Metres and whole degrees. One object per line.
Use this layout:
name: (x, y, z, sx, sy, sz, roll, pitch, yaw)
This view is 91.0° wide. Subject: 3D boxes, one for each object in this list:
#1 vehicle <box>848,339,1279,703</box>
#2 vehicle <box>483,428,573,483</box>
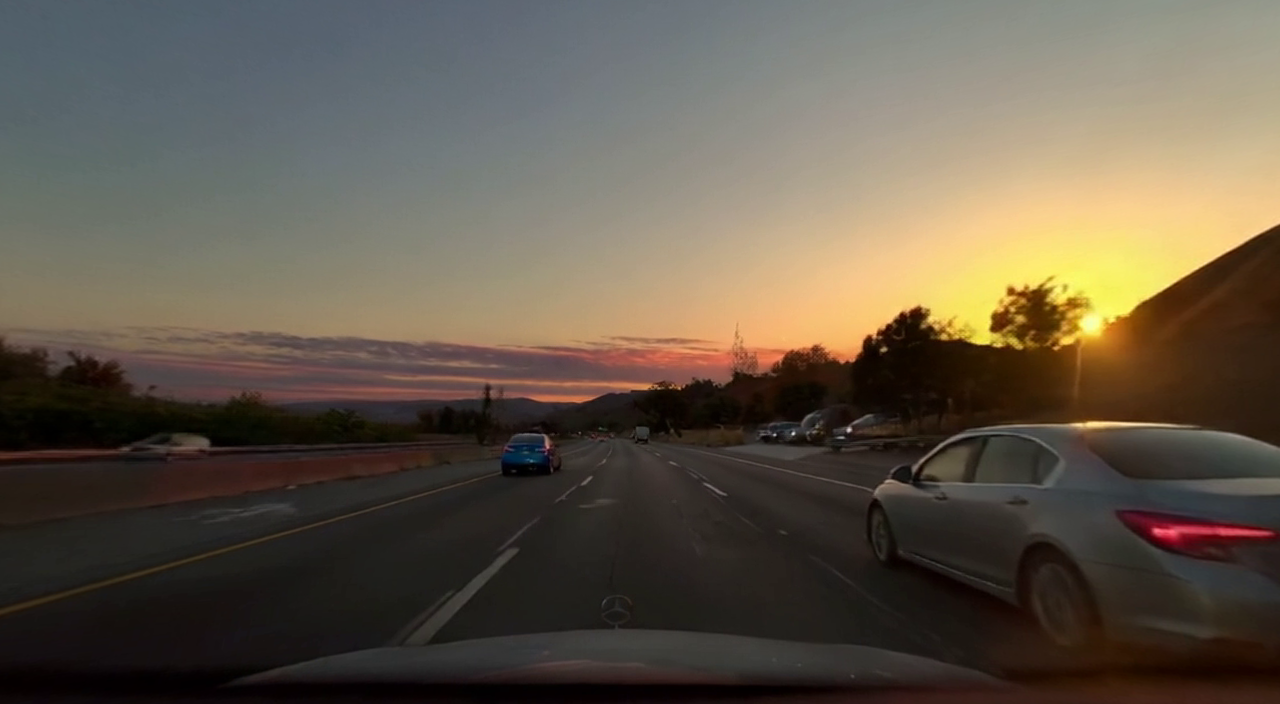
vehicle: (3.323, 1.060, 4.184, 2.349, 1.651, 4.161, 0, -8, -1)
vehicle: (-3.595, 3.415, 21.093, 2.206, 1.604, 4.374, 0, -8, 0)
